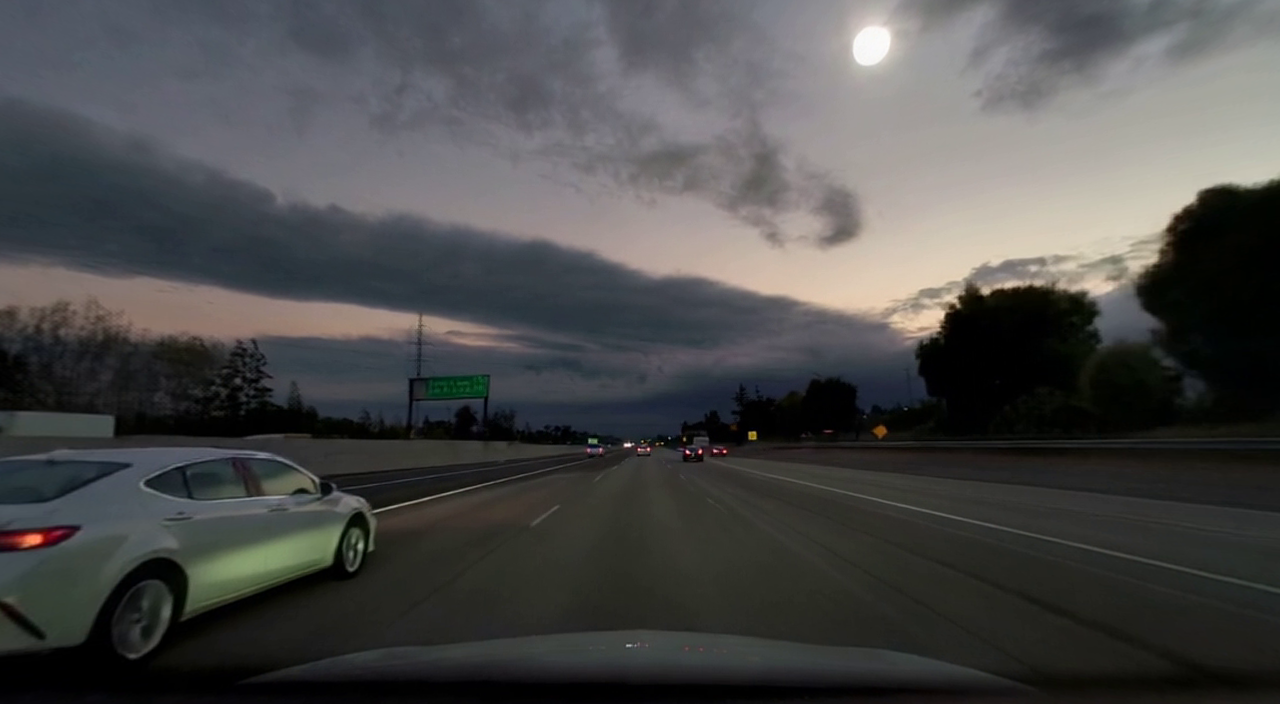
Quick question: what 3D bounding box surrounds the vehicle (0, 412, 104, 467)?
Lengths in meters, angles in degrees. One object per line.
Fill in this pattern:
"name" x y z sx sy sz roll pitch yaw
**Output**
"vehicle" -45.330 6.360 45.515 3.003 3.786 10.840 -1 -9 4
